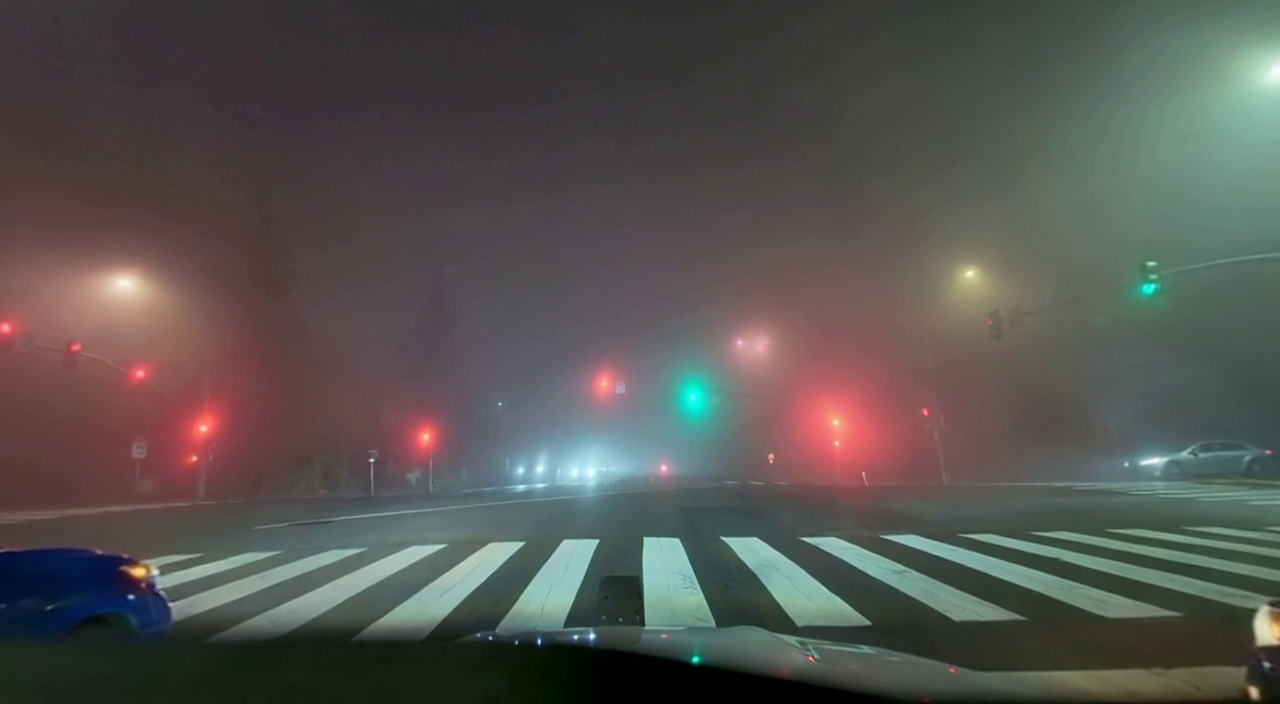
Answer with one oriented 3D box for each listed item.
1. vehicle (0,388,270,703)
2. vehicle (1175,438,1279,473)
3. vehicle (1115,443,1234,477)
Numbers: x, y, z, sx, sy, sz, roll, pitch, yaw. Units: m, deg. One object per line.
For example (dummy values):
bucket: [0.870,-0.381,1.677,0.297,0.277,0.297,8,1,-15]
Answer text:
vehicle: [-2.991,0.801,1.451,1.969,1.513,3.773,0,-9,0]
vehicle: [25.665,4.379,26.800,4.347,1.411,1.784,0,-9,-2]
vehicle: [25.097,5.059,29.757,4.123,1.469,1.790,0,-8,-5]
